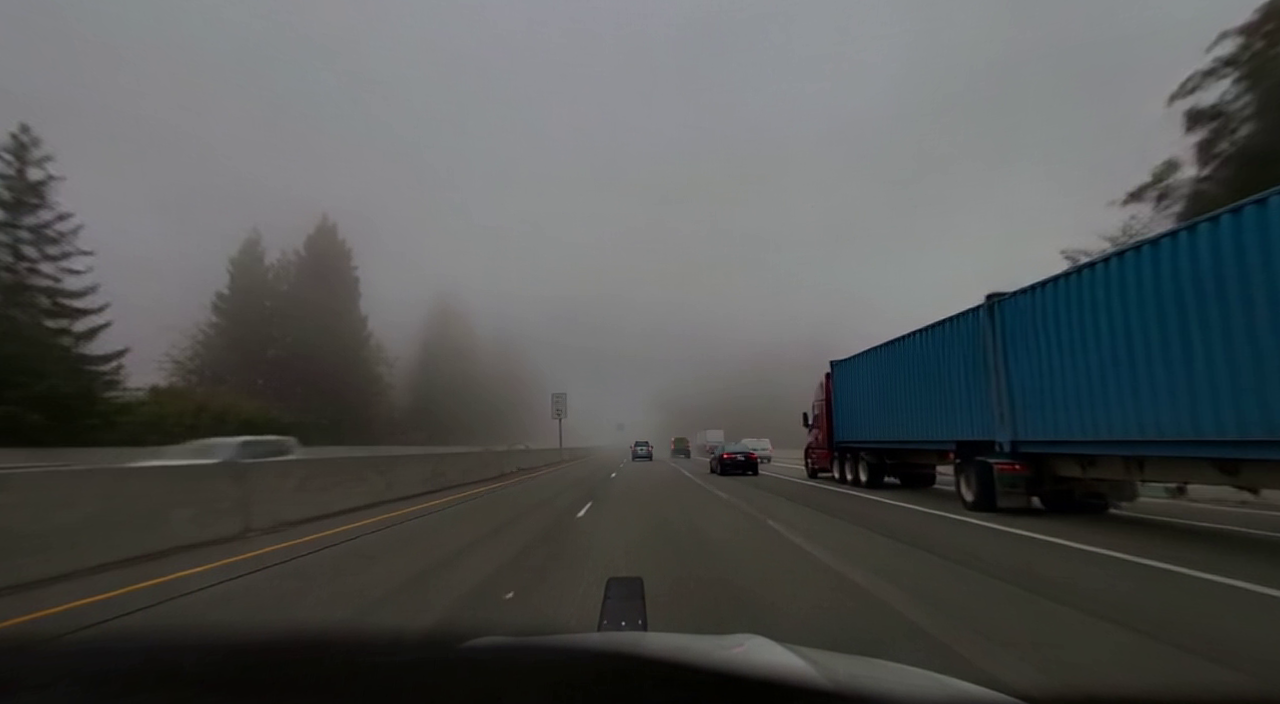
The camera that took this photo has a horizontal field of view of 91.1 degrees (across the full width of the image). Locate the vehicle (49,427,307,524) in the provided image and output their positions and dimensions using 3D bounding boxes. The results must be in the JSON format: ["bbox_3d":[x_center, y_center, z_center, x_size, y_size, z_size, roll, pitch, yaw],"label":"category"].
[{"bbox_3d":[-9.811,2.630,14.004,2.121,1.775,4.656,0,-8,1],"label":"vehicle"}]

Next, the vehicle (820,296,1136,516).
[{"bbox_3d":[7.366,1.599,15.961,2.752,3.975,9.319,0,-8,0],"label":"vehicle"}]

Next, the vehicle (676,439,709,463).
[{"bbox_3d":[3.919,7.440,47.247,2.084,1.668,4.511,0,-8,0],"label":"vehicle"}]

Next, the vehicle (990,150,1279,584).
[{"bbox_3d":[7.351,0.138,5.823,2.784,4.002,9.298,0,-8,0],"label":"vehicle"}]

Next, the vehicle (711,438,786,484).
[{"bbox_3d":[3.817,3.913,22.949,1.888,1.501,4.608,0,-8,0],"label":"vehicle"}]

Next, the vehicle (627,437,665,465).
[{"bbox_3d":[0.412,6.471,41.126,2.313,1.736,4.215,0,-8,1],"label":"vehicle"}]
